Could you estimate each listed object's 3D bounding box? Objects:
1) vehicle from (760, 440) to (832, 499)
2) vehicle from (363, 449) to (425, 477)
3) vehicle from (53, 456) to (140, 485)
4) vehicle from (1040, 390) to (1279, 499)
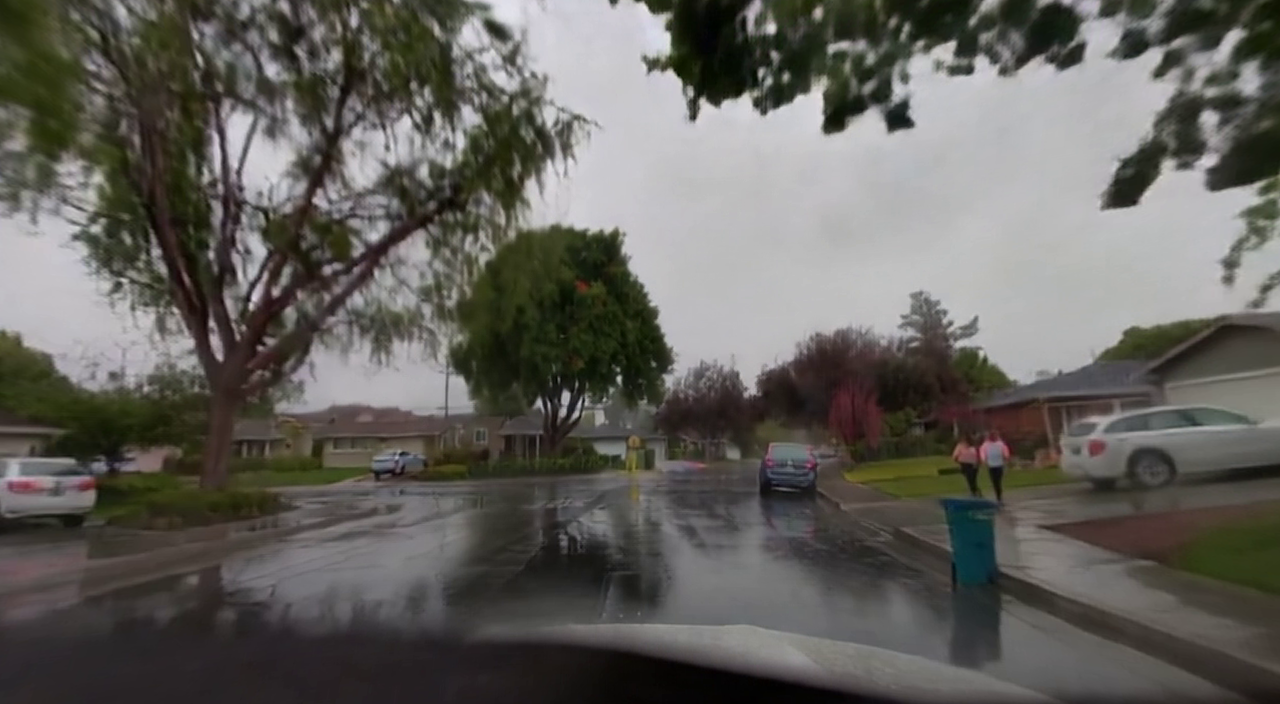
[{"bbox_3d":[5.152,3.863,21.257,2.053,1.737,4.375,-2,-9,11],"label":"vehicle"},{"bbox_3d":[-16.784,7.594,43.427,2.021,1.798,4.491,-1,-9,7],"label":"vehicle"},{"bbox_3d":[-38.712,8.419,45.183,2.206,1.858,4.918,1,-9,-7],"label":"vehicle"},{"bbox_3d":[11.219,1.791,12.669,4.780,1.765,2.103,-5,-9,2],"label":"vehicle"}]
